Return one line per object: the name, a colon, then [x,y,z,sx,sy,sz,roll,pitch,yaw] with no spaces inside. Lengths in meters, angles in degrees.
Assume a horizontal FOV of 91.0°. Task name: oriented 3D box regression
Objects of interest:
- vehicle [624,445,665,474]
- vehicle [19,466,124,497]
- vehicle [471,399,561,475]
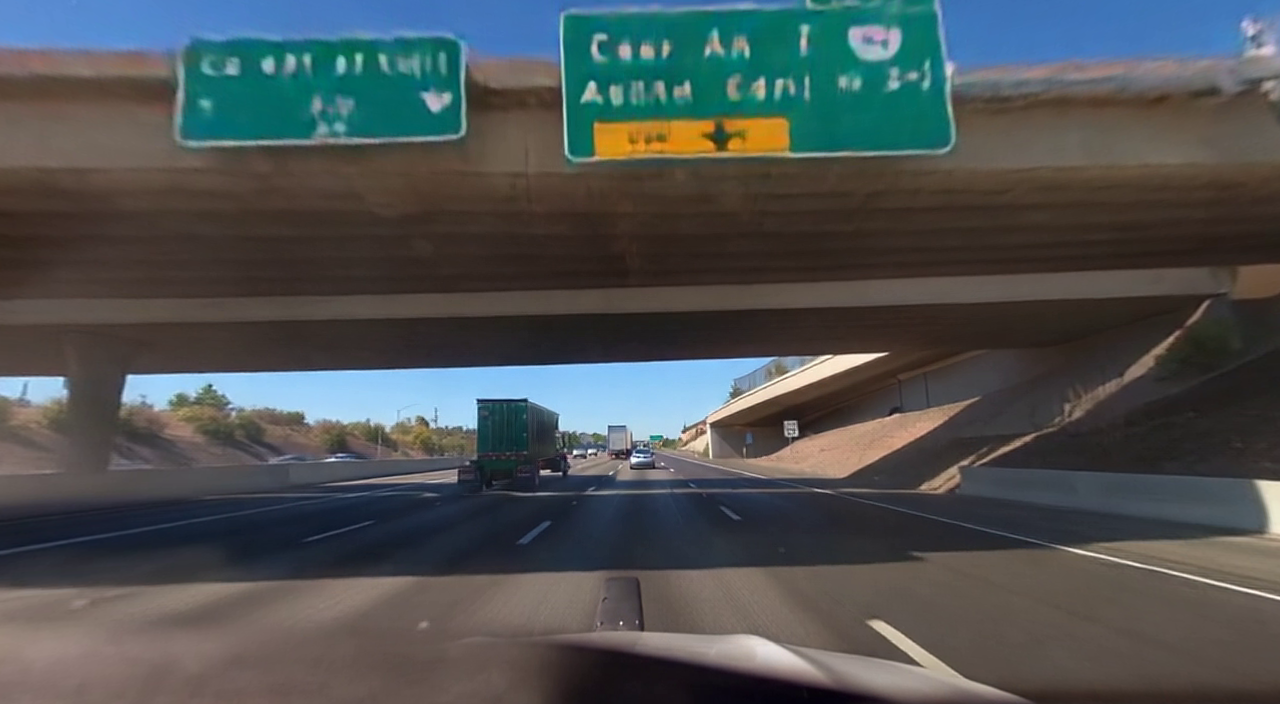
vehicle: [0.193,5.791,34.132,2.066,1.469,4.050,0,-9,-1]
vehicle: [-31.398,7.133,34.989,1.765,1.472,4.346,0,-9,0]
vehicle: [-6.994,5.140,37.547,3.067,3.804,11.136,0,-9,0]
